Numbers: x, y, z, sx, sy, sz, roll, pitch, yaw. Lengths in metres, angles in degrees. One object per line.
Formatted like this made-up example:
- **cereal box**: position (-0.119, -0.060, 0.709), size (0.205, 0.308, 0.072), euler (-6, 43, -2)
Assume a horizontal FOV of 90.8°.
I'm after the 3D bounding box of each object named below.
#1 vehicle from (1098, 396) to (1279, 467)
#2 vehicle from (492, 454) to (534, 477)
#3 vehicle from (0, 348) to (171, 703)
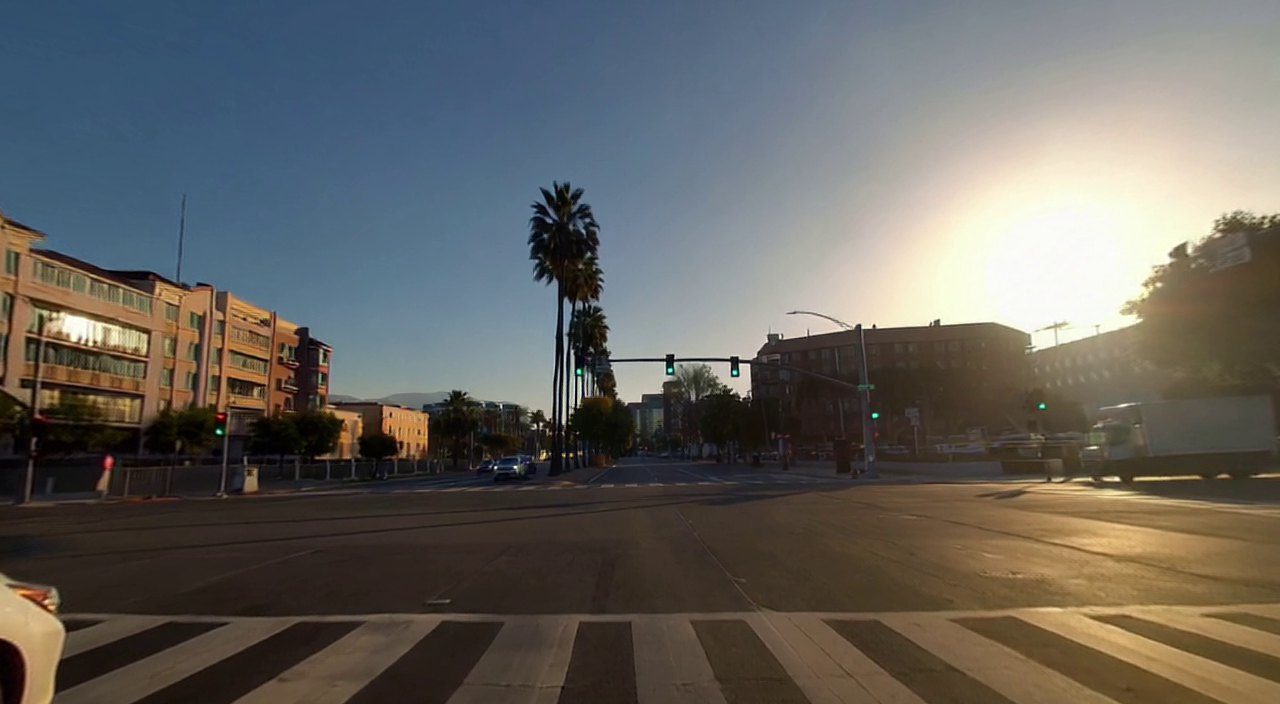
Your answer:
- **vehicle**: position (32.586, 4.794, 37.345), size (2.863, 3.609, 10.252), euler (0, -9, -3)
- **vehicle**: position (-9.032, 8.123, 45.334), size (2.095, 1.482, 4.523), euler (0, -9, 0)
- **vehicle**: position (-3.477, 0.613, 0.925), size (2.026, 1.723, 4.832), euler (0, -9, -3)
